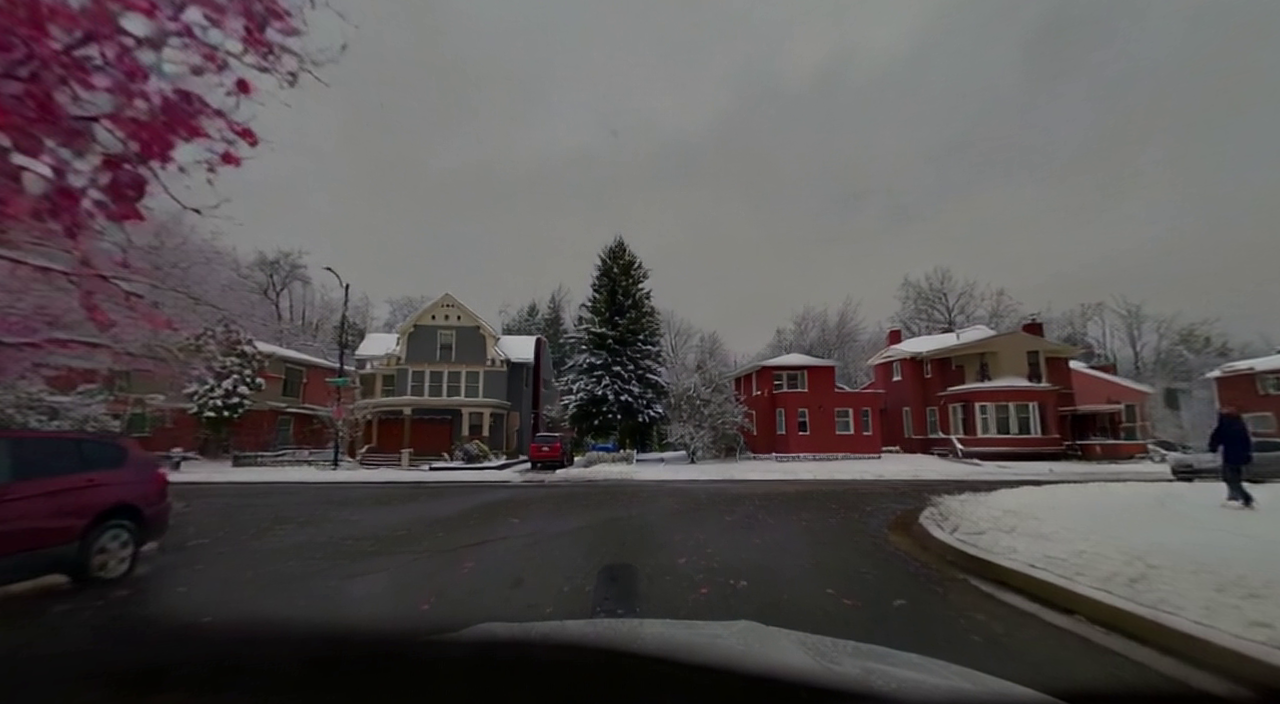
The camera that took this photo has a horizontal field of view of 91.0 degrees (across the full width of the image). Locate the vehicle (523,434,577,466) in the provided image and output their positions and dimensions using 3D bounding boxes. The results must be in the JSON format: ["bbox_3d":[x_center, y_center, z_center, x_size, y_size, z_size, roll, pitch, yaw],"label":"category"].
[{"bbox_3d":[-4.498,5.004,32.208,1.968,1.491,4.486,0,-9,2],"label":"vehicle"}]

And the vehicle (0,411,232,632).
[{"bbox_3d":[-6.059,1.399,5.403,2.087,1.697,4.892,1,-9,-4],"label":"vehicle"}]
